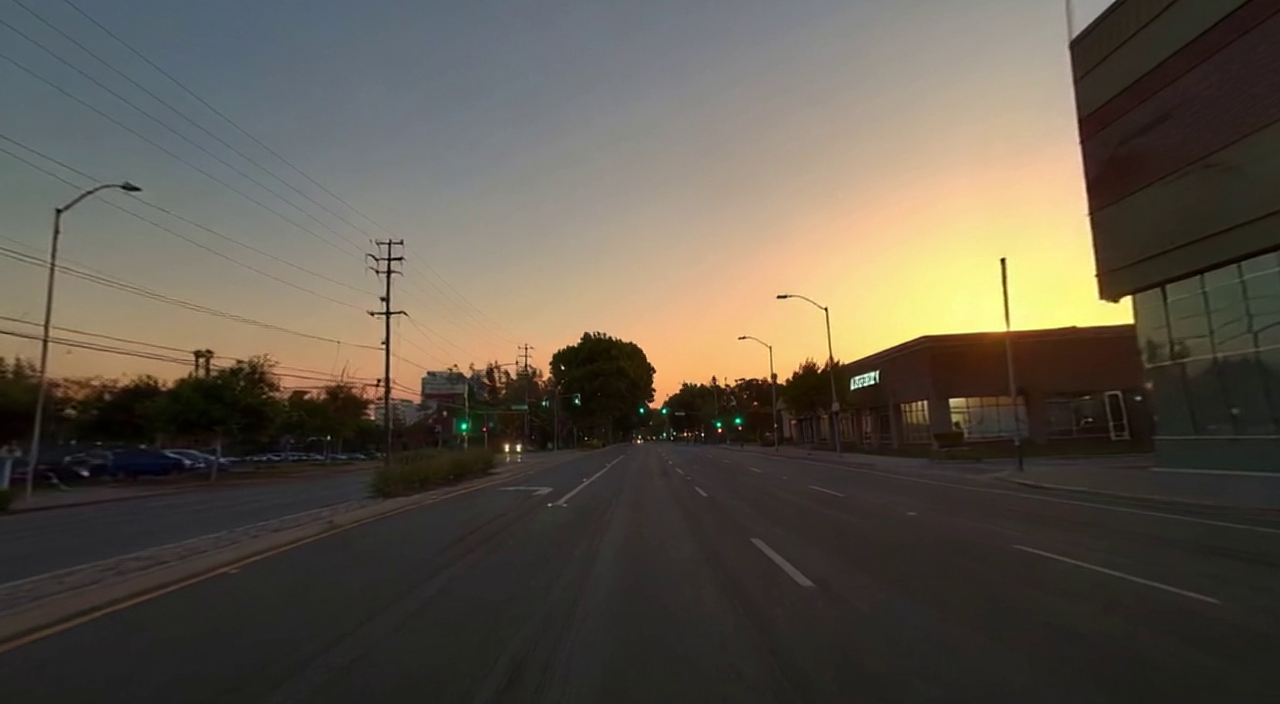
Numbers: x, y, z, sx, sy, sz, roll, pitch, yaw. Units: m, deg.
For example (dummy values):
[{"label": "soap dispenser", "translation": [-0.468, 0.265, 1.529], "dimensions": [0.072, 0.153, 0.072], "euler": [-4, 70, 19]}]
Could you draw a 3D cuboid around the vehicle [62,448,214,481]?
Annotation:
[{"label": "vehicle", "translation": [-30.661, 6.865, 38.713], "dimensions": [7.039, 1.891, 2.550], "euler": [0, -8, -2]}]

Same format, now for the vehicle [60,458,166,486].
[{"label": "vehicle", "translation": [-30.007, 6.823, 35.980], "dimensions": [4.417, 1.449, 1.887], "euler": [-1, -8, 3]}]
